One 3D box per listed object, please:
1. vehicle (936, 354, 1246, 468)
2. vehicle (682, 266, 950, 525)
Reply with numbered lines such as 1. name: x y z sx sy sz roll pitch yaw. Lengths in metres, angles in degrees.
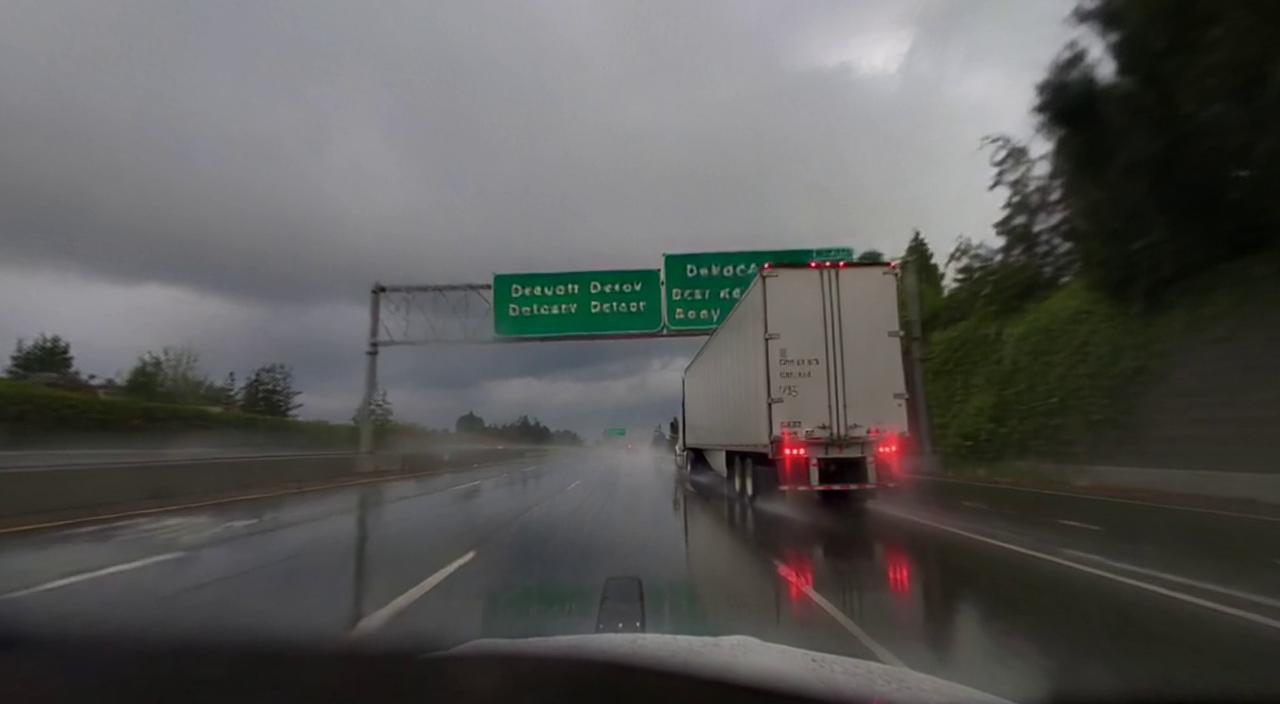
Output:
1. vehicle: 21.384 3.523 32.354 4.916 4.592 13.750 1 -10 -4
2. vehicle: 3.307 1.870 18.243 2.743 4.160 16.408 0 -9 -1
